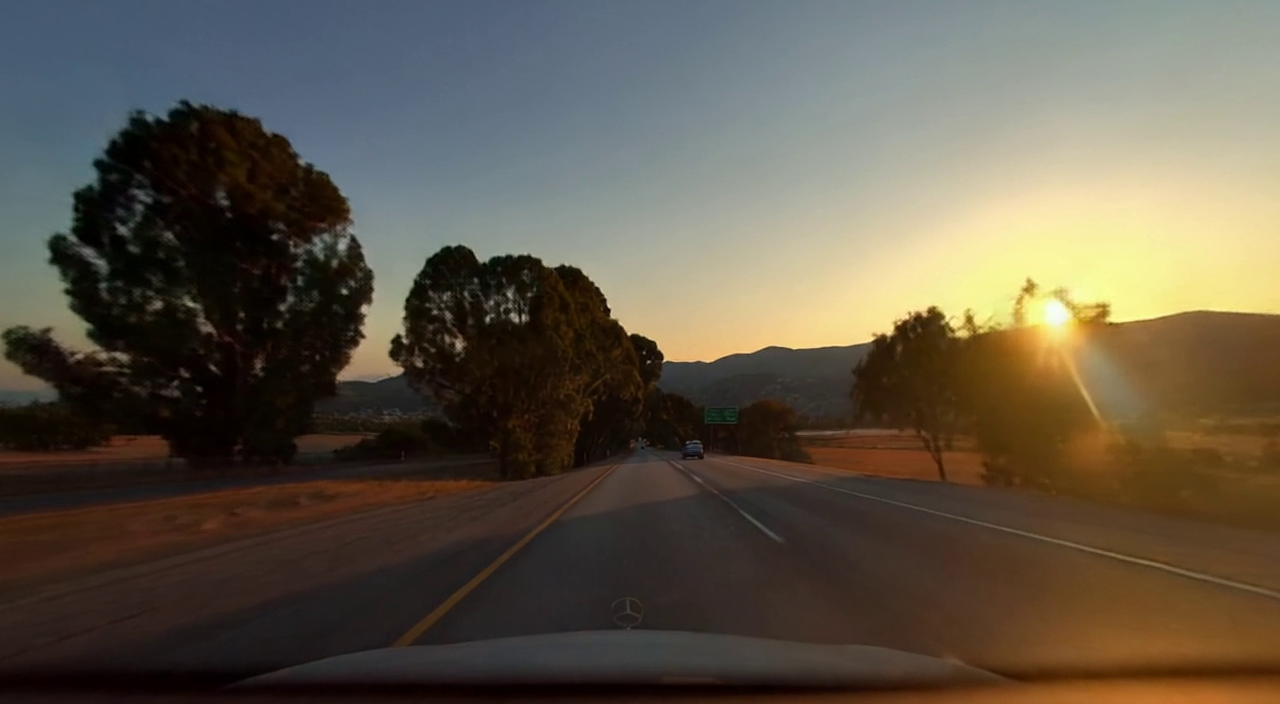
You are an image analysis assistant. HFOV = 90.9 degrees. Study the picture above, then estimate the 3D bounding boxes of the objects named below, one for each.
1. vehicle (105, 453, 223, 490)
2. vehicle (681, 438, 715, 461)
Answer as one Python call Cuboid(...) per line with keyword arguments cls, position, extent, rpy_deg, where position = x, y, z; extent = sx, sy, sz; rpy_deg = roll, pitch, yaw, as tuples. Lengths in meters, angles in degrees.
Cuboid(cls="vehicle", position=(-21.054, 5.291, 28.164), extent=(1.701, 1.419, 4.484), rpy_deg=(0, -8, 1))
Cuboid(cls="vehicle", position=(4.381, 7.470, 48.353), extent=(2.157, 1.640, 4.056), rpy_deg=(0, -8, 0))
